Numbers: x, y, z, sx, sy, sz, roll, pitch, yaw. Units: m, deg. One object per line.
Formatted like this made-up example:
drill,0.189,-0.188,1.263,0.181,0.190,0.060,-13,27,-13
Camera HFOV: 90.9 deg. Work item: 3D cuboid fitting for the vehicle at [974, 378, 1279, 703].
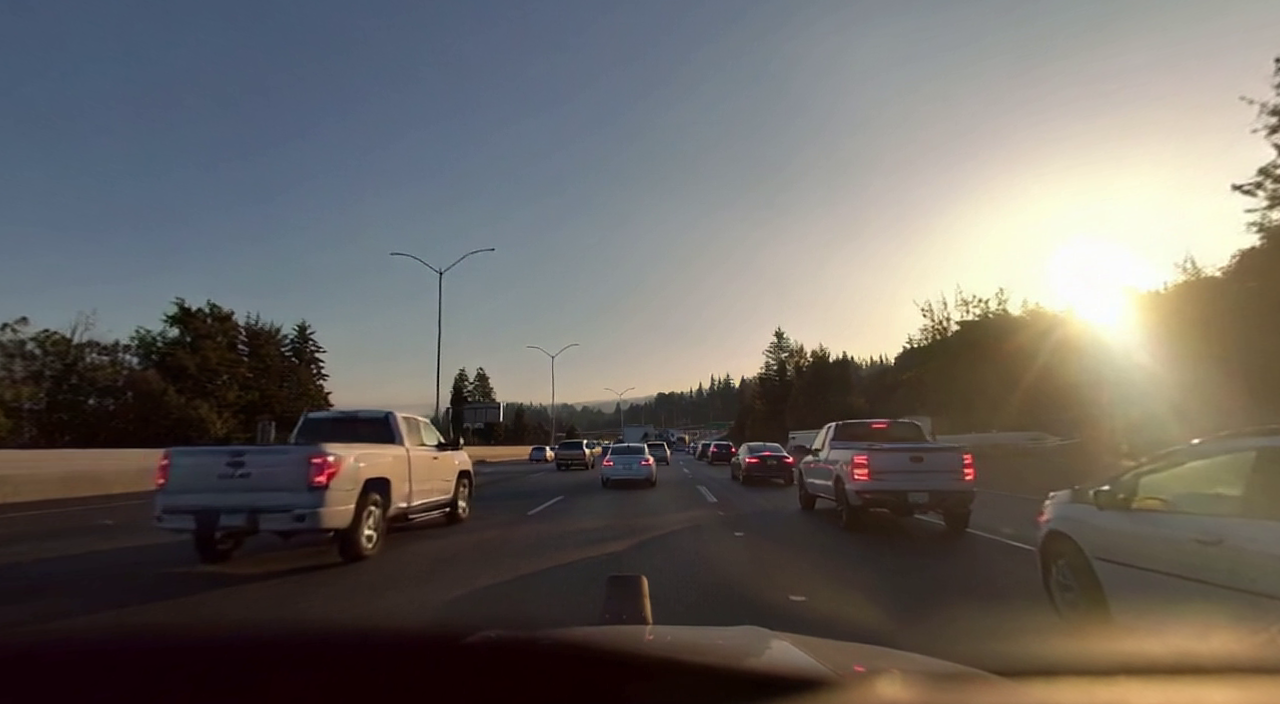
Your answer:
vehicle,3.669,0.909,2.708,1.984,1.567,4.475,0,-8,0

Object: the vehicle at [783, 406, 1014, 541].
vehicle,3.947,1.943,10.707,1.999,1.777,4.578,0,-8,1

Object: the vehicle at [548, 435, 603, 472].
vehicle,-3.373,5.497,34.385,2.110,1.811,5.585,-1,-8,3

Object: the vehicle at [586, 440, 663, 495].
vehicle,-0.345,3.393,18.924,2.070,1.456,4.029,0,-8,2

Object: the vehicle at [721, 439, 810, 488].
vehicle,4.121,3.734,21.569,1.907,1.474,4.840,0,-8,-2

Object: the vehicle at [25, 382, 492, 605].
vehicle,-3.988,1.651,8.468,2.395,1.892,5.995,0,-8,1
